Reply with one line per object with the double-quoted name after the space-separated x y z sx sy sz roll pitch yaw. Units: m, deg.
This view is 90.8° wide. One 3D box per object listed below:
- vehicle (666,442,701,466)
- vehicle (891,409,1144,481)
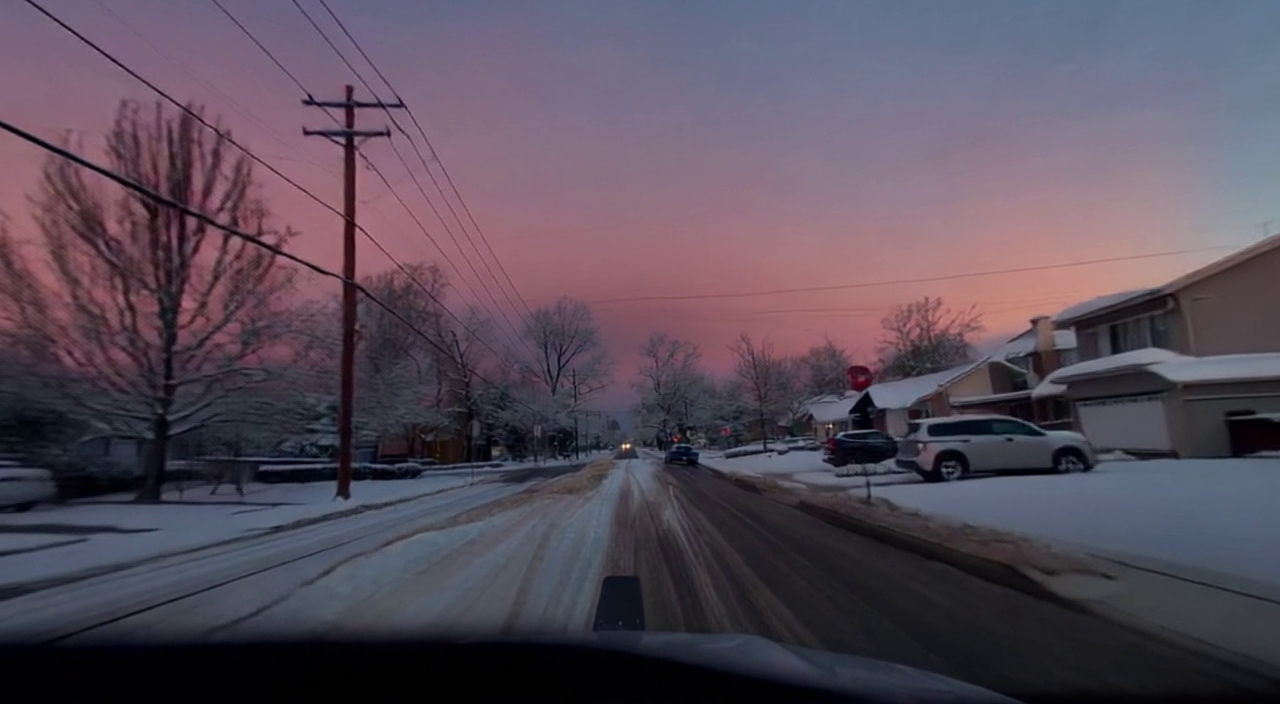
3.316 7.860 48.693 2.134 1.720 4.515 0 -9 -3 "vehicle"
11.090 2.792 18.982 5.968 1.963 2.573 0 -9 -2 "vehicle"
